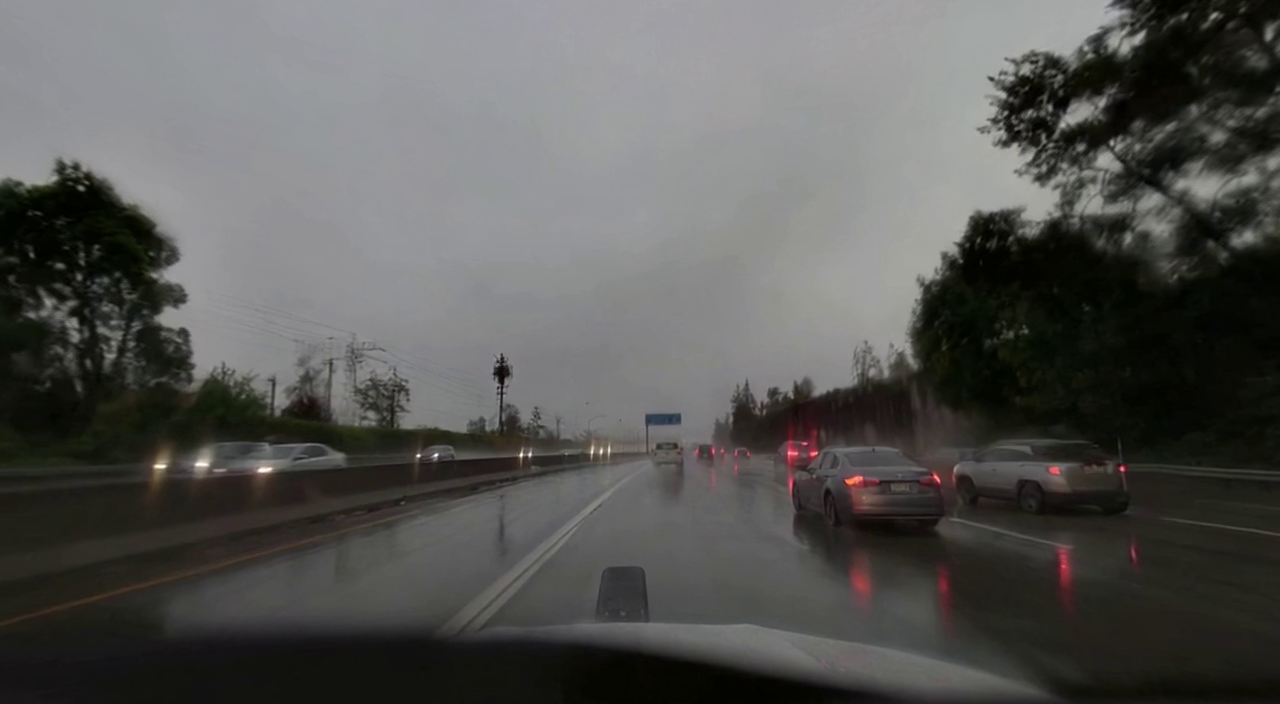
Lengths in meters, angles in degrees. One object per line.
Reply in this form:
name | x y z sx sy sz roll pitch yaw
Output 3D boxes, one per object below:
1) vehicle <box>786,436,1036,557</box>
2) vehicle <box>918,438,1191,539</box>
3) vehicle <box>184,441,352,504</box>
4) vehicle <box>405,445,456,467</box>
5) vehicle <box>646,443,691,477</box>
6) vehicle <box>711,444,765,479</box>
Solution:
vehicle | 3.853 2.111 10.032 1.986 1.478 4.429 0 -8 0
vehicle | 7.170 2.367 11.719 1.937 1.477 4.696 0 -8 1
vehicle | -10.017 3.241 17.452 1.906 1.508 4.232 0 -8 3
vehicle | -15.955 7.928 48.296 2.022 1.618 4.617 -1 -8 3
vehicle | 1.364 5.239 30.871 2.042 1.581 3.769 0 -8 2
vehicle | 4.460 5.027 29.285 1.936 1.465 4.060 0 -8 2
